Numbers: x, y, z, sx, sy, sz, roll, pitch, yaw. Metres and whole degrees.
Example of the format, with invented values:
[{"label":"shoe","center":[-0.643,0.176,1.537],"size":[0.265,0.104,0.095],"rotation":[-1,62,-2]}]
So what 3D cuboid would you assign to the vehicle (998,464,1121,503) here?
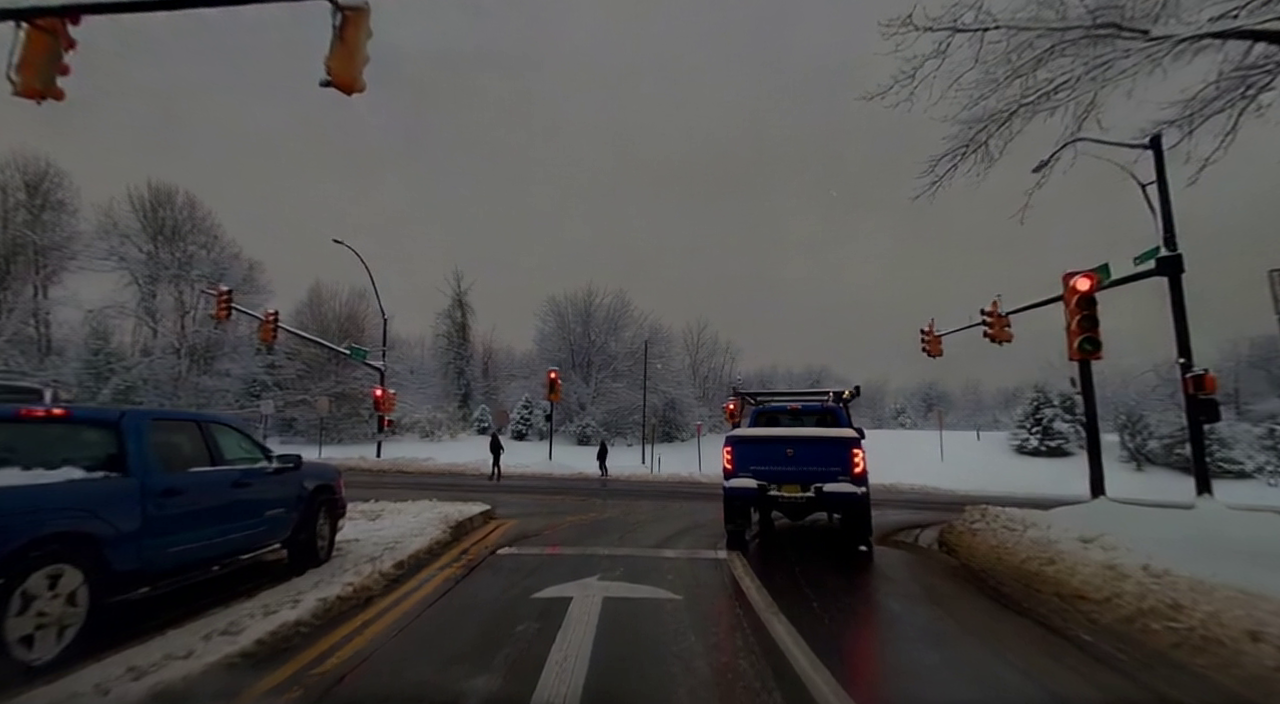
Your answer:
[{"label":"vehicle","center":[19.907,6.260,30.058],"size":[4.356,1.498,1.957],"rotation":[-4,-9,3]}]

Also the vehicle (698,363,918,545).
[{"label":"vehicle","center":[2.834,1.818,11.576],"size":[2.851,2.400,5.978],"rotation":[-2,-9,11]}]

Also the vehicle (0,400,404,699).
[{"label":"vehicle","center":[-3.901,1.337,5.502],"size":[1.913,1.491,4.547],"rotation":[0,-9,0]}]

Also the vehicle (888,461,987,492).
[{"label":"vehicle","center":[16.438,6.901,34.978],"size":[4.537,1.608,1.827],"rotation":[0,-9,1]}]

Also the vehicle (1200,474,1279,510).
[{"label":"vehicle","center":[29.334,6.561,29.563],"size":[4.322,1.522,1.795],"rotation":[0,-9,0]}]
